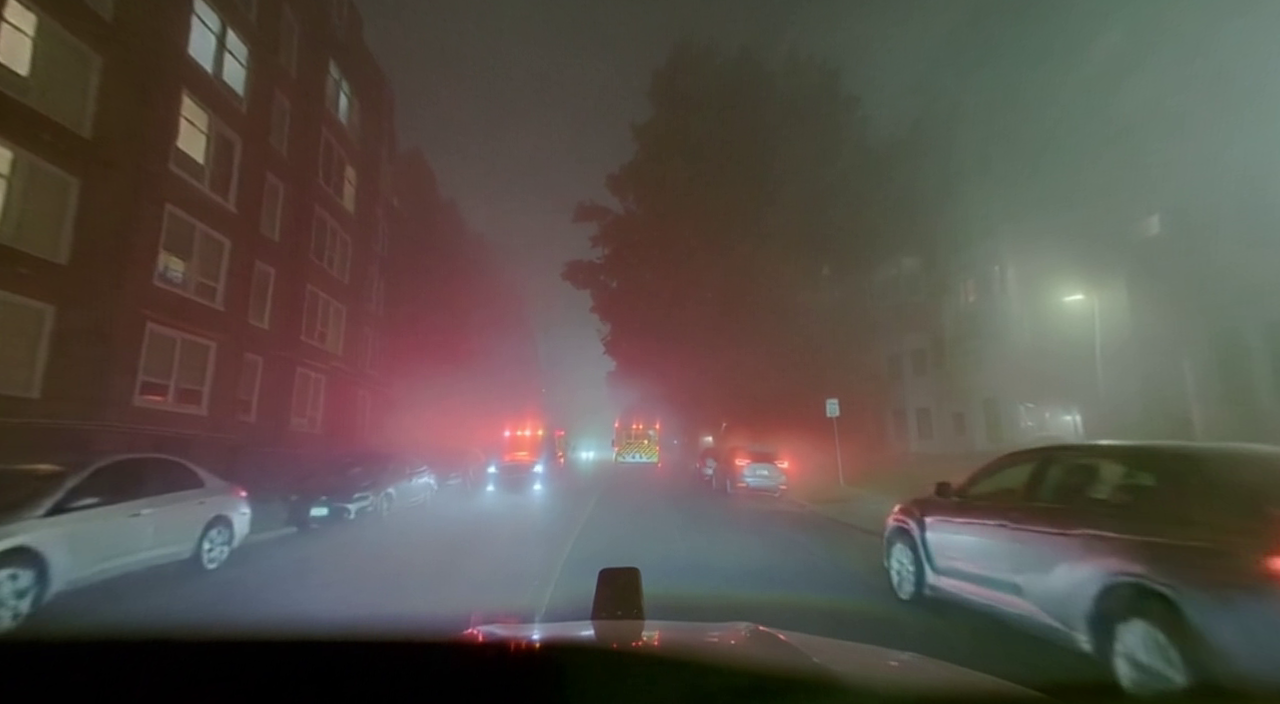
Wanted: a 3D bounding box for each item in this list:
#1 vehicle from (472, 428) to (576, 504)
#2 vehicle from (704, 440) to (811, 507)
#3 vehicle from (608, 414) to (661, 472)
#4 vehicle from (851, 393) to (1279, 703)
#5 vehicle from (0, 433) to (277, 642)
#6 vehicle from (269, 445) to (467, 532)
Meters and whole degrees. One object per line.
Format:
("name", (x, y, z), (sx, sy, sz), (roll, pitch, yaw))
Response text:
("vehicle", (-2.985, 3.033, 17.224), (2.029, 1.802, 4.229), (0, -8, 0))
("vehicle", (3.271, 3.455, 18.453), (2.035, 1.549, 4.373), (5, -9, -2))
("vehicle", (-0.417, 5.350, 36.959), (2.754, 3.008, 7.730), (0, -8, -2))
("vehicle", (3.317, 1.313, 4.224), (2.155, 1.553, 4.738), (4, -9, -1))
("vehicle", (-5.671, 1.615, 5.970), (1.903, 1.506, 4.622), (-4, -8, -2))
("vehicle", (-5.326, 2.704, 13.235), (2.047, 1.471, 4.647), (0, -8, 0))
